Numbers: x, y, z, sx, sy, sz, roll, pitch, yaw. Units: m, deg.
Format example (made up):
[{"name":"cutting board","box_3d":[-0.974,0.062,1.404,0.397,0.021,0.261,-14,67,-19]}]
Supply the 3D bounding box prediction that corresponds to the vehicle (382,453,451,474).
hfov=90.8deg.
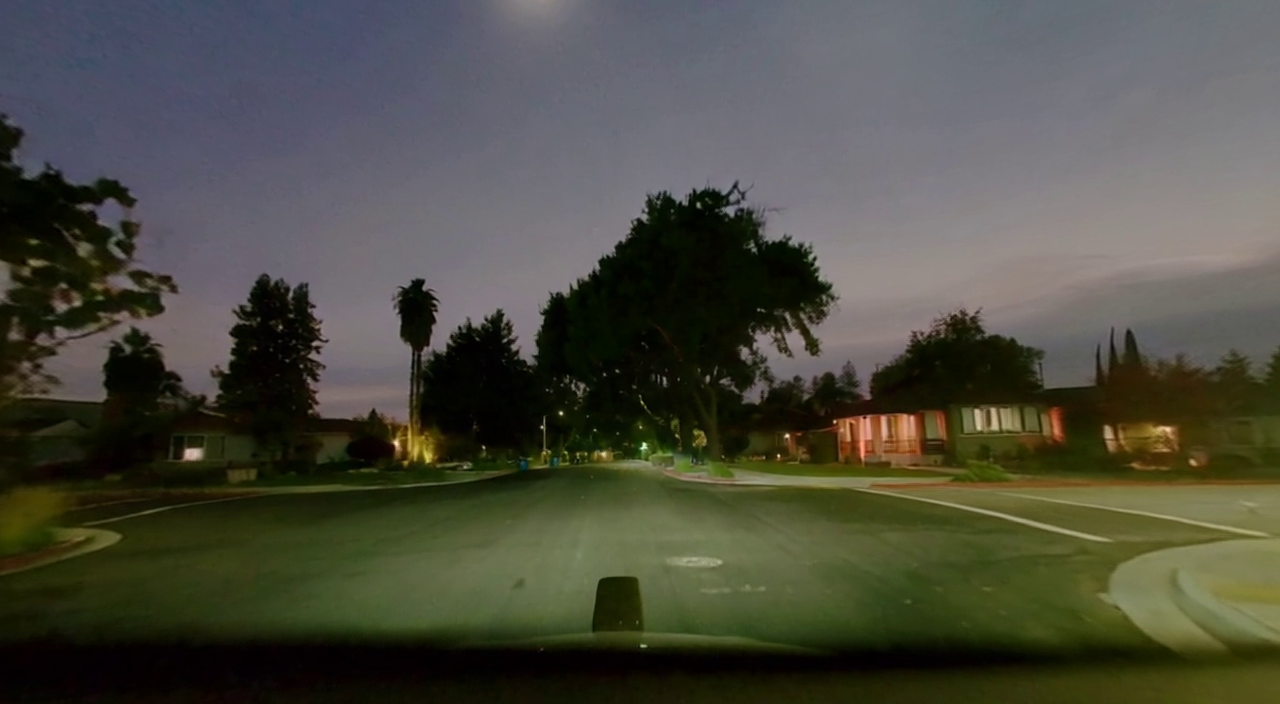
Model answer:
[{"name":"vehicle","box_3d":[-16.452,8.227,46.671,4.358,1.516,2.077,1,-9,-4]}]
